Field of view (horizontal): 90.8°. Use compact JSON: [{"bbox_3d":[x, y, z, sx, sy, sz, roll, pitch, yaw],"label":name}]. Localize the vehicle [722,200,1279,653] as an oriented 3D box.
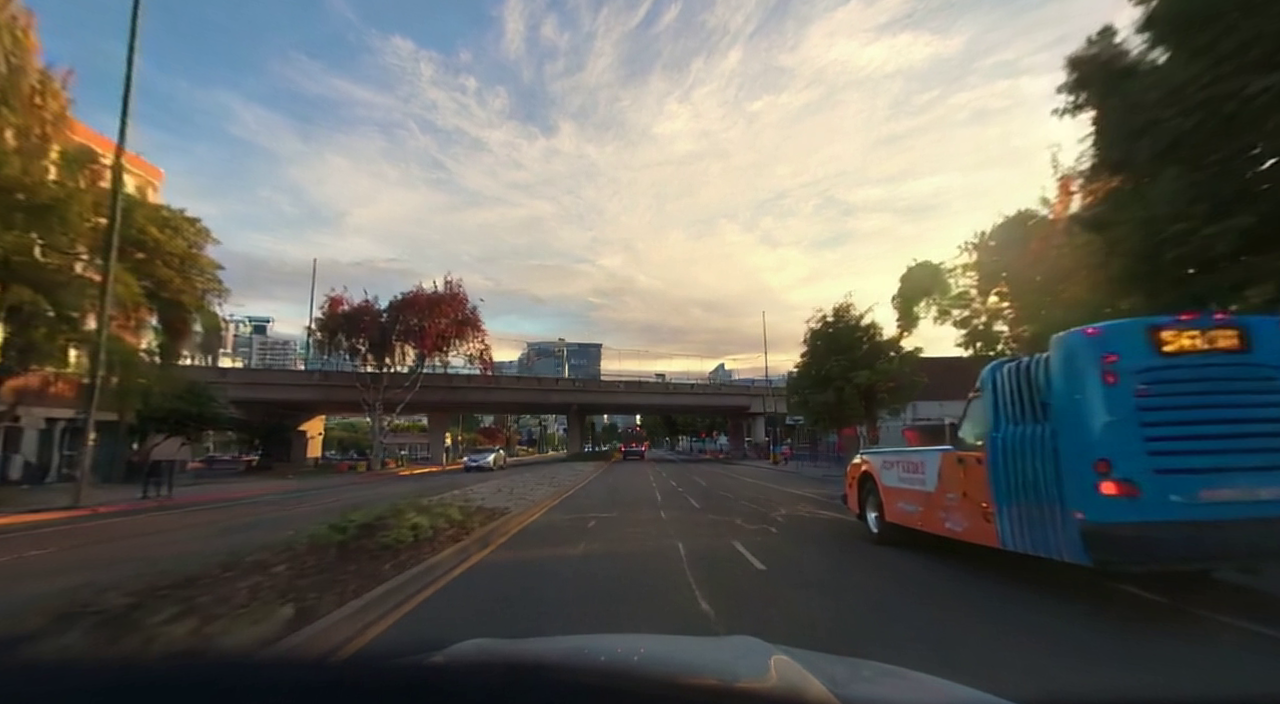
[{"bbox_3d":[4.268,1.460,11.334,3.043,3.162,13.806,0,-8,-3],"label":"vehicle"}]
